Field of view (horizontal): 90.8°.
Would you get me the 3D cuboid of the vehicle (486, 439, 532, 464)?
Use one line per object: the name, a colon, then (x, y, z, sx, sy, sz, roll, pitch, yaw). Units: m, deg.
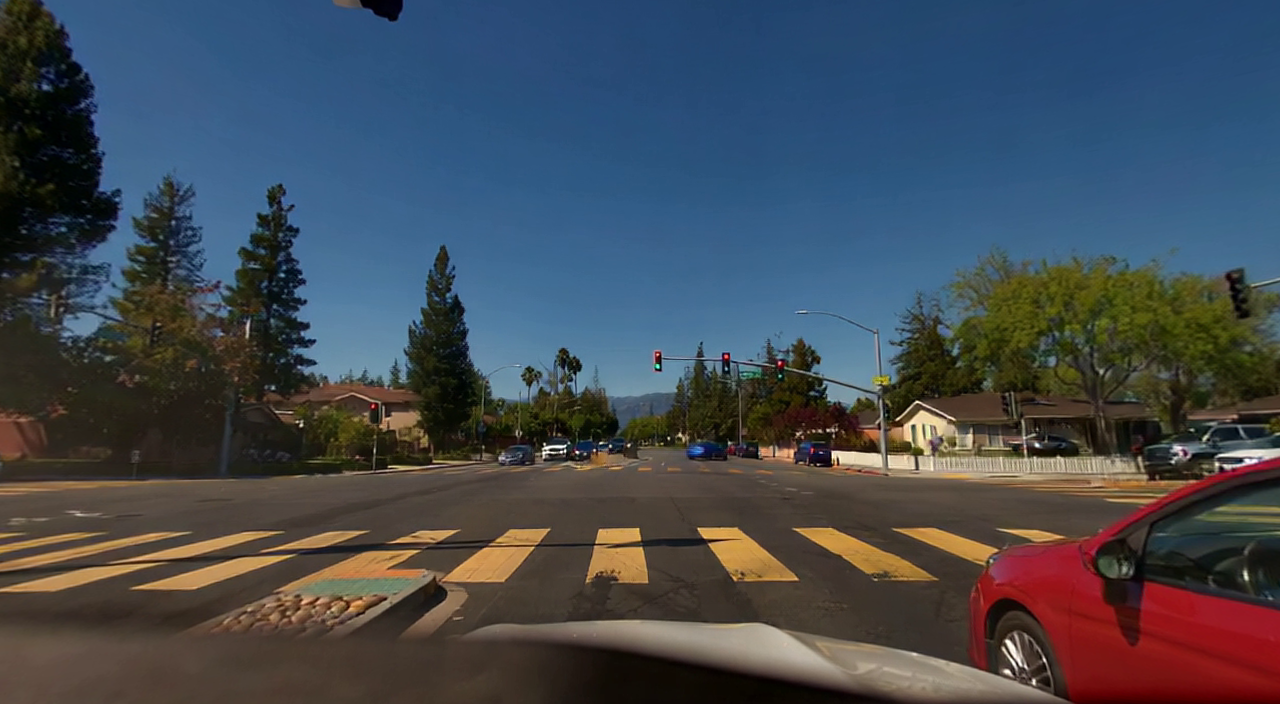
vehicle: (-8.942, 6.859, 43.633, 2.028, 1.654, 5.027, 0, -9, 1)

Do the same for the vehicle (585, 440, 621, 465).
vehicle: (-2.381, 6.603, 41.627, 2.046, 1.491, 4.118, 0, -9, 0)

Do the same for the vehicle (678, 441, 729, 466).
vehicle: (4.284, 6.737, 42.083, 2.104, 1.518, 4.999, -3, -9, 21)

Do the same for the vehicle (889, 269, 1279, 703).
vehicle: (2.710, 0.708, 1.722, 2.085, 1.800, 4.908, 0, -9, 1)

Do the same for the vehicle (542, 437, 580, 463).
vehicle: (-5.529, 6.934, 44.683, 2.091, 1.707, 4.157, 0, -9, 1)
